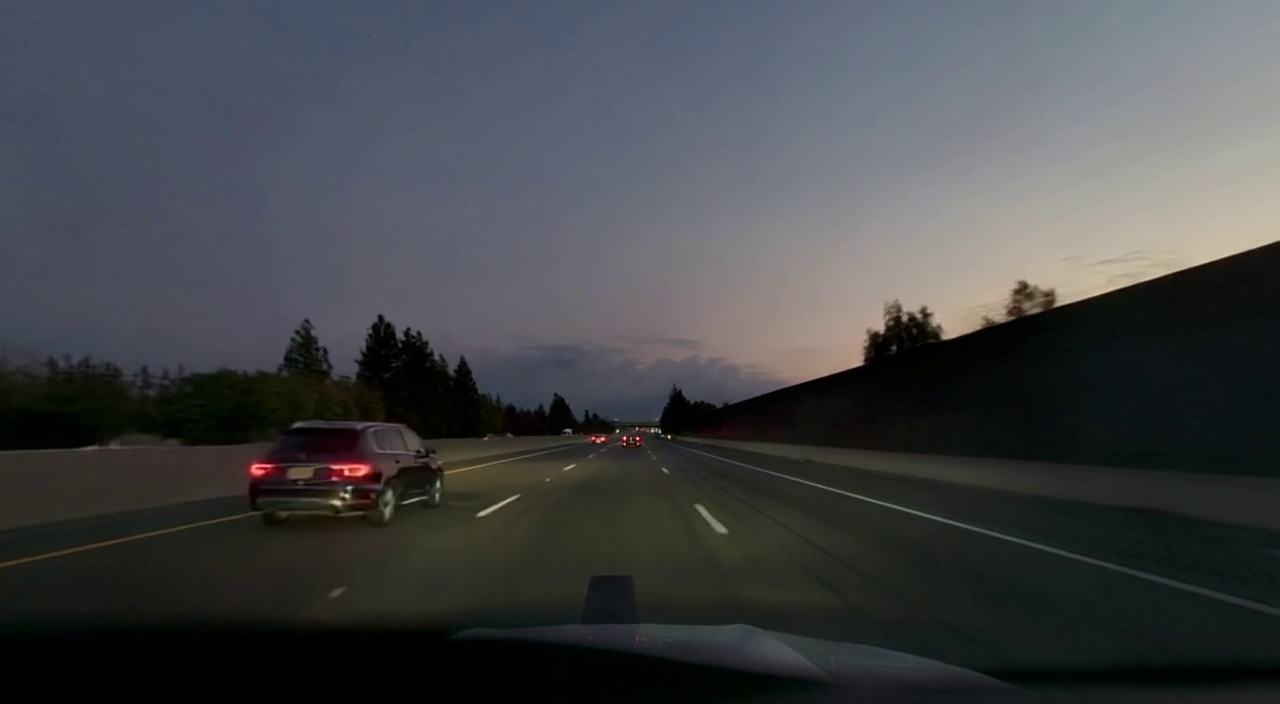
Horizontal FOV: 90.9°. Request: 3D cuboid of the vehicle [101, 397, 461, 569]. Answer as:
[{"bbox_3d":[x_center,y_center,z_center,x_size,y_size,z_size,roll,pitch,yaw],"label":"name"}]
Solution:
[{"bbox_3d":[-4.311,1.633,8.759,2.306,1.730,4.606,0,-8,-1],"label":"vehicle"}]
